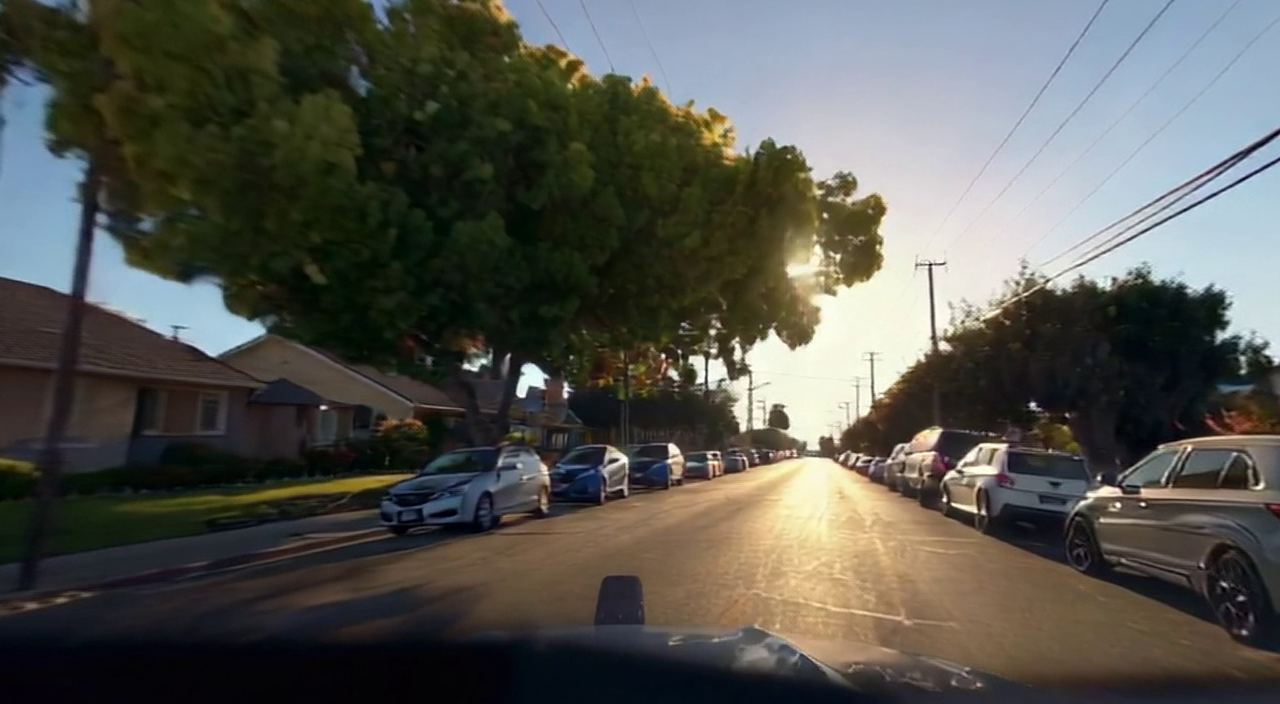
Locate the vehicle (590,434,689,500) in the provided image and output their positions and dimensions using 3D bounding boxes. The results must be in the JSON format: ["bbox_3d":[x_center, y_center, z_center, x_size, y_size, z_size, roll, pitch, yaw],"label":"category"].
[{"bbox_3d":[0.135,3.742,21.129,2.034,1.923,4.713,-3,-9,17],"label":"vehicle"}]

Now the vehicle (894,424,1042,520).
[{"bbox_3d":[8.354,3.044,16.751,2.237,2.071,5.332,-2,-9,14],"label":"vehicle"}]

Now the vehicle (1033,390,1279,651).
[{"bbox_3d":[5.893,1.568,6.118,2.055,1.763,5.134,3,-9,14],"label":"vehicle"}]

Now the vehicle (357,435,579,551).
[{"bbox_3d":[-2.825,2.407,11.664,1.909,1.675,4.442,-2,-9,15],"label":"vehicle"}]
